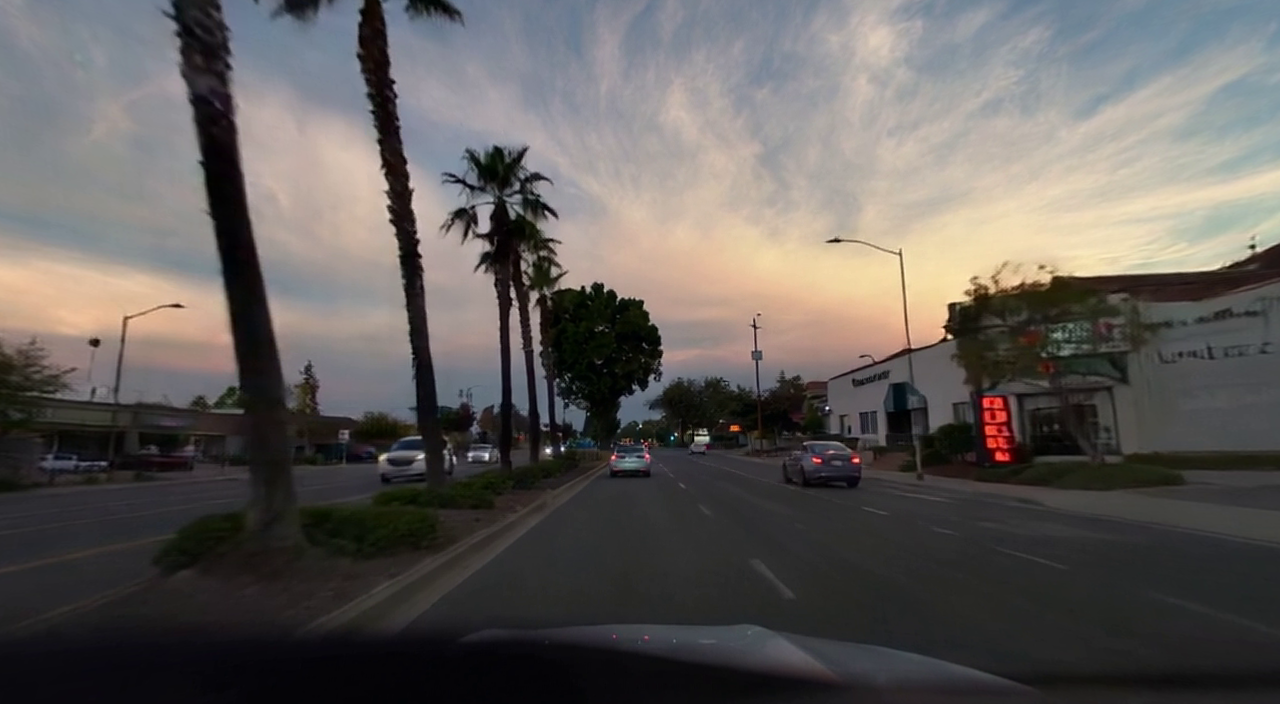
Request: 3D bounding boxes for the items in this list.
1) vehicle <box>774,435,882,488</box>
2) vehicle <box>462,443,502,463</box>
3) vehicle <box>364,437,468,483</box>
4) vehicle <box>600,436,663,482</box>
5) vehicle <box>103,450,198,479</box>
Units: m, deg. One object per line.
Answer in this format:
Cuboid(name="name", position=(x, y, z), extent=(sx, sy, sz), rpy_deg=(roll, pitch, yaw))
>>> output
Cuboid(name="vehicle", position=(6.357, 3.772, 22.027), extent=(2.244, 1.618, 4.585), rpy_deg=(0, -9, -2))
Cuboid(name="vehicle", position=(-11.920, 7.638, 47.812), extent=(1.833, 1.464, 4.463), rpy_deg=(0, -9, 0))
Cuboid(name="vehicle", position=(-8.311, 4.062, 24.070), extent=(2.049, 1.543, 5.131), rpy_deg=(0, -9, 0))
Cuboid(name="vehicle", position=(-0.316, 3.884, 23.135), extent=(2.106, 1.496, 3.964), rpy_deg=(0, -9, -1))
Cuboid(name="vehicle", position=(-31.944, 7.303, 41.292), extent=(4.619, 1.748, 2.040), rpy_deg=(8, -11, -41))
